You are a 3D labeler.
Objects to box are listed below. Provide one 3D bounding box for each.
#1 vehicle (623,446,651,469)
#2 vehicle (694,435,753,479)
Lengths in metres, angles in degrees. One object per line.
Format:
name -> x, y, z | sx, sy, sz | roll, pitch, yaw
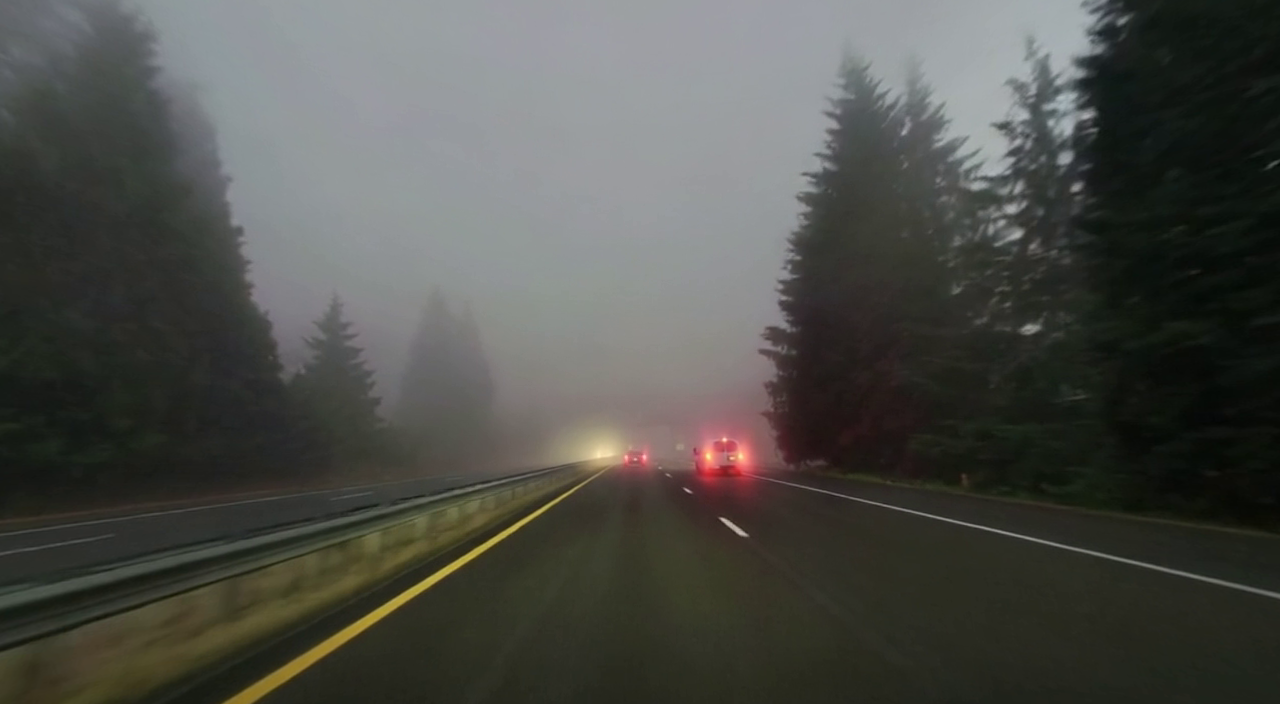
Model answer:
vehicle -> -0.184, 7.805, 46.656 | 2.013, 1.584, 3.995 | 0, -9, 0
vehicle -> 4.067, 5.220, 31.665 | 2.152, 1.998, 5.380 | 0, -9, -1
